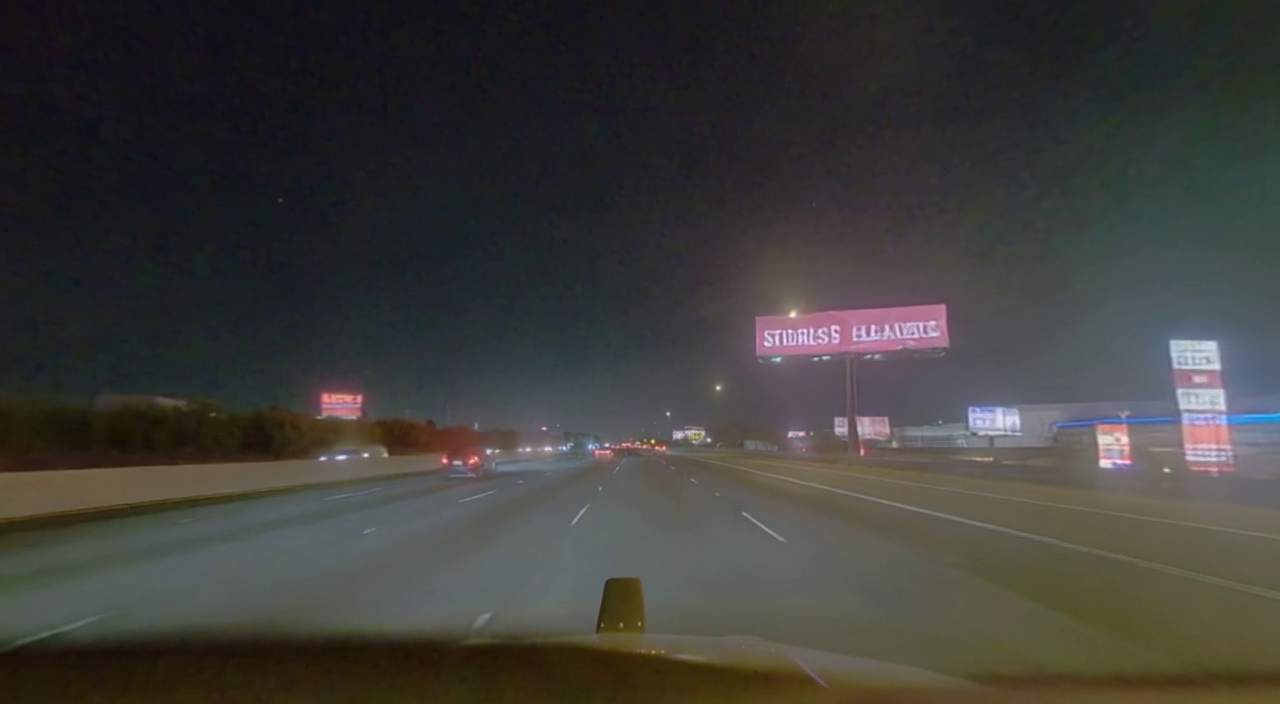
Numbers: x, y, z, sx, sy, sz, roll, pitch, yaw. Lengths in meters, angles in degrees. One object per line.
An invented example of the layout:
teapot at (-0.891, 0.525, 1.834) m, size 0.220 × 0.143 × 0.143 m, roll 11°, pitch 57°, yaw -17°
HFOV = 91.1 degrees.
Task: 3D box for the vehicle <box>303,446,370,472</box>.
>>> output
vehicle at (-19.178, 6.731, 39.888) m, size 1.971 × 1.522 × 4.463 m, roll 0°, pitch -8°, yaw 0°

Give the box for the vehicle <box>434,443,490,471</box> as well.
vehicle at (-10.351, 6.115, 36.918) m, size 1.974 × 1.513 × 4.584 m, roll 0°, pitch -8°, yaw 0°
